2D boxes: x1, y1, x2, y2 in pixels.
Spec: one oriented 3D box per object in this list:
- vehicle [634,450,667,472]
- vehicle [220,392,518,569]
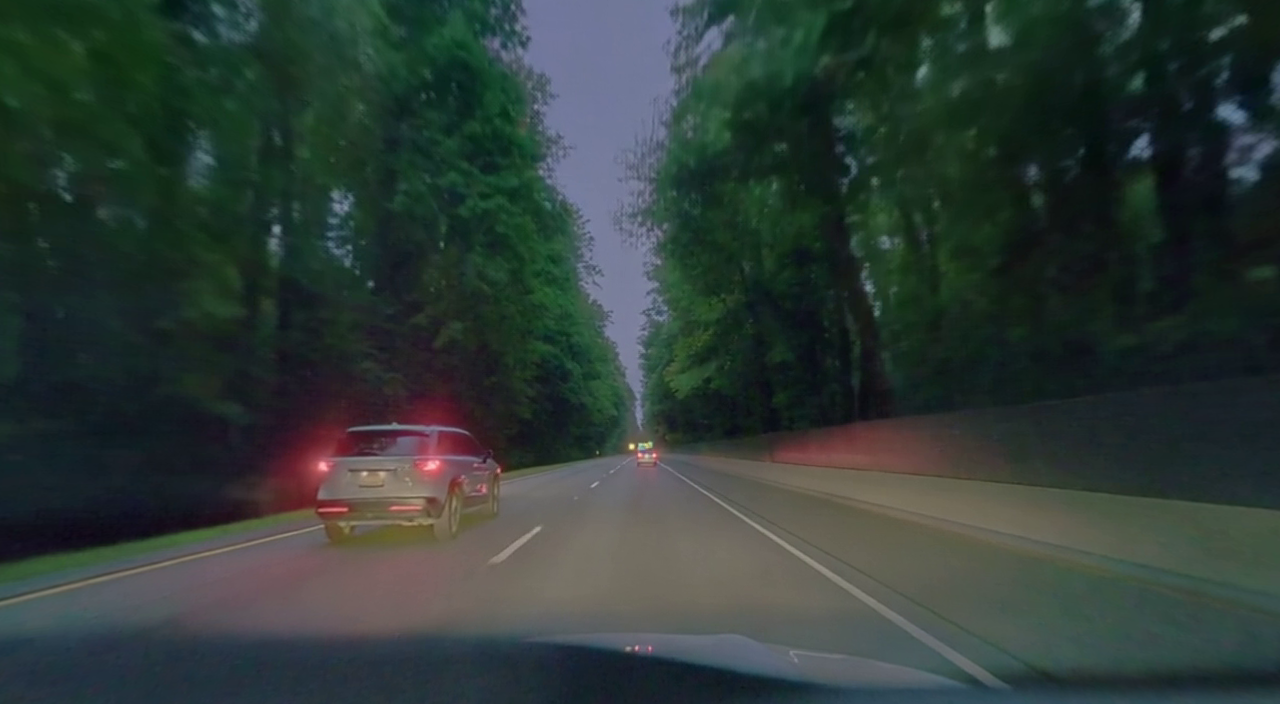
[{"bbox_3d":[0.653,7.414,43.125,2.046,1.452,4.407,0,-9,-2],"label":"vehicle"},{"bbox_3d":[-3.642,1.865,9.886,2.418,2.049,4.930,0,-9,0],"label":"vehicle"}]
